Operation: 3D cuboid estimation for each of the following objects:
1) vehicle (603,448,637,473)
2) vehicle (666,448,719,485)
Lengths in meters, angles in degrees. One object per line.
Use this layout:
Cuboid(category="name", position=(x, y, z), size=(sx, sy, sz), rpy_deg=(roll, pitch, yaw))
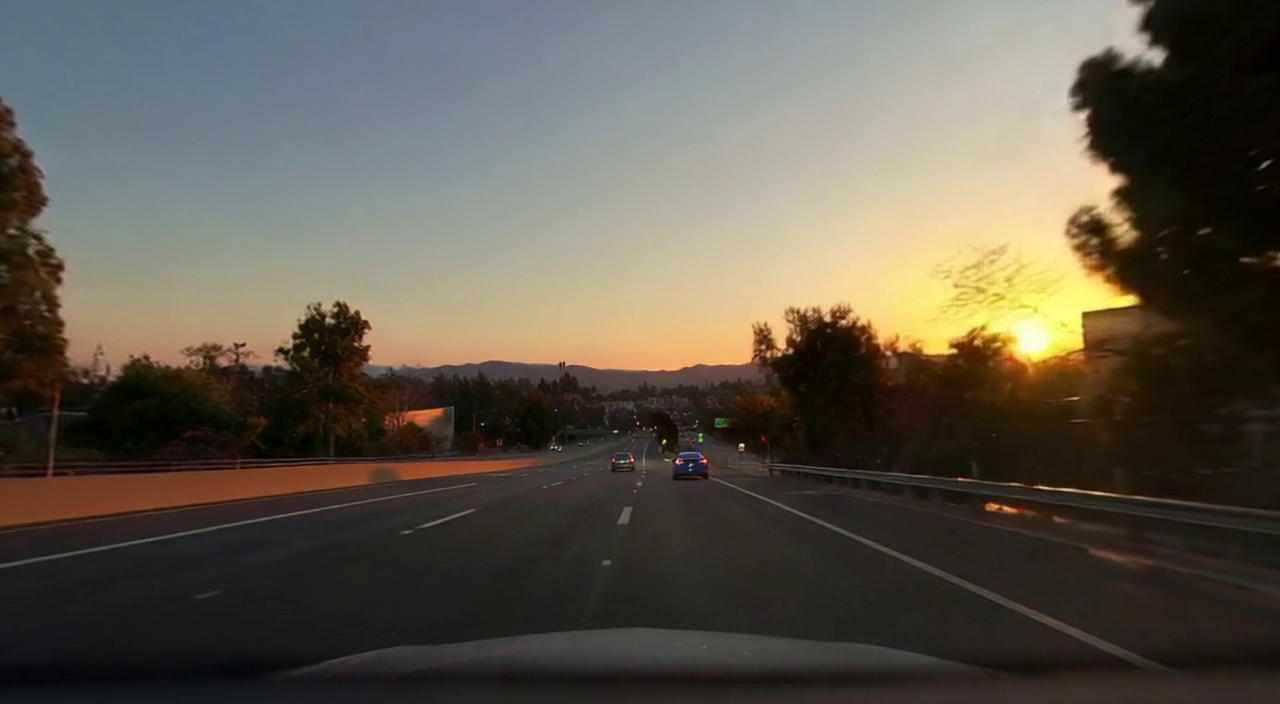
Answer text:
Cuboid(category="vehicle", position=(-1.356, 7.762, 45.279), size=(2.127, 1.692, 4.382), rpy_deg=(0, -9, 2))
Cuboid(category="vehicle", position=(2.319, 5.202, 28.969), size=(2.029, 1.528, 4.644), rpy_deg=(0, -9, 0))
